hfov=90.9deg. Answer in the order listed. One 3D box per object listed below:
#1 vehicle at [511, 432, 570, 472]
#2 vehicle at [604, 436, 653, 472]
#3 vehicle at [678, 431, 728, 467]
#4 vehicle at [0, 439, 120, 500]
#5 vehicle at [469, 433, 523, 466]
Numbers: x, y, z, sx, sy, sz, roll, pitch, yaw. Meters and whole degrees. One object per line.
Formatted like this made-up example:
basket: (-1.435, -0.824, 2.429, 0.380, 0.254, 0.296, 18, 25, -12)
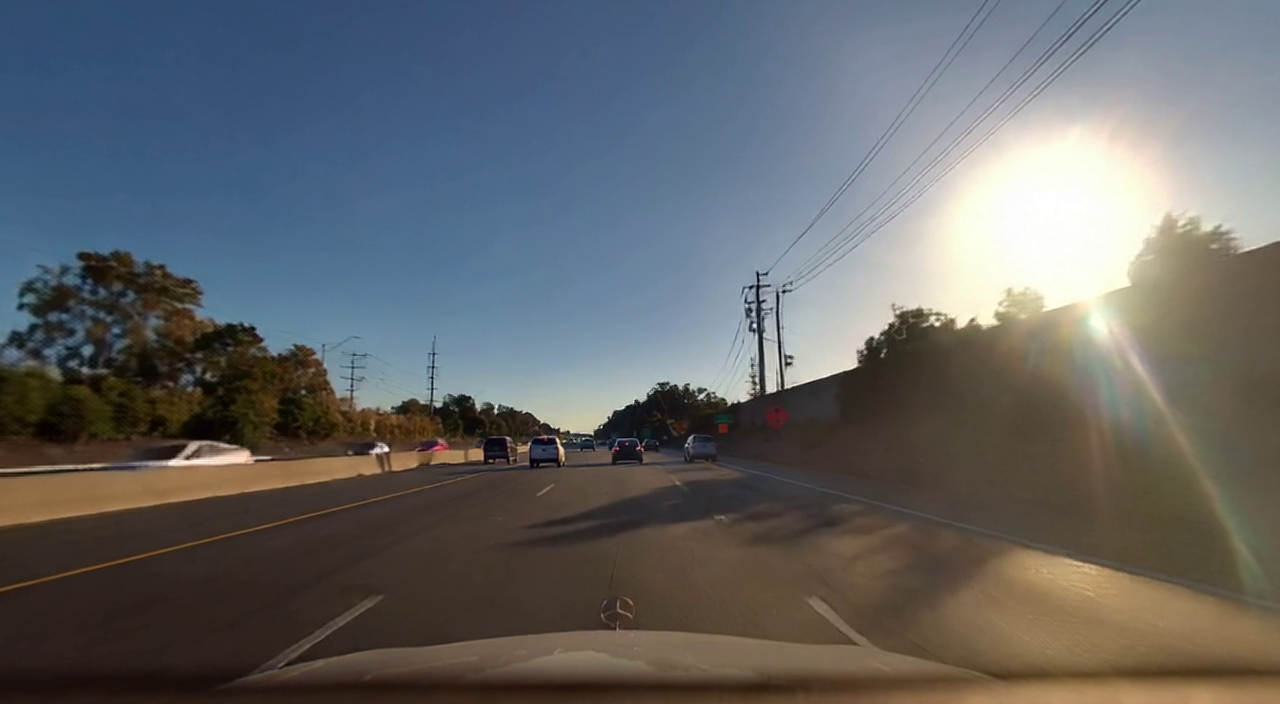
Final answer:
vehicle: (-4.383, 4.463, 28.497, 1.901, 1.601, 4.610, 0, -8, 0)
vehicle: (-0.512, 4.508, 28.237, 2.086, 1.488, 3.440, 0, -8, -1)
vehicle: (3.197, 5.004, 32.748, 1.950, 1.695, 4.446, 0, -8, -2)
vehicle: (-15.989, 2.977, 16.265, 1.724, 1.404, 4.047, 0, -8, -1)
vehicle: (-7.708, 5.263, 34.245, 1.980, 1.678, 4.255, 0, -8, -1)
